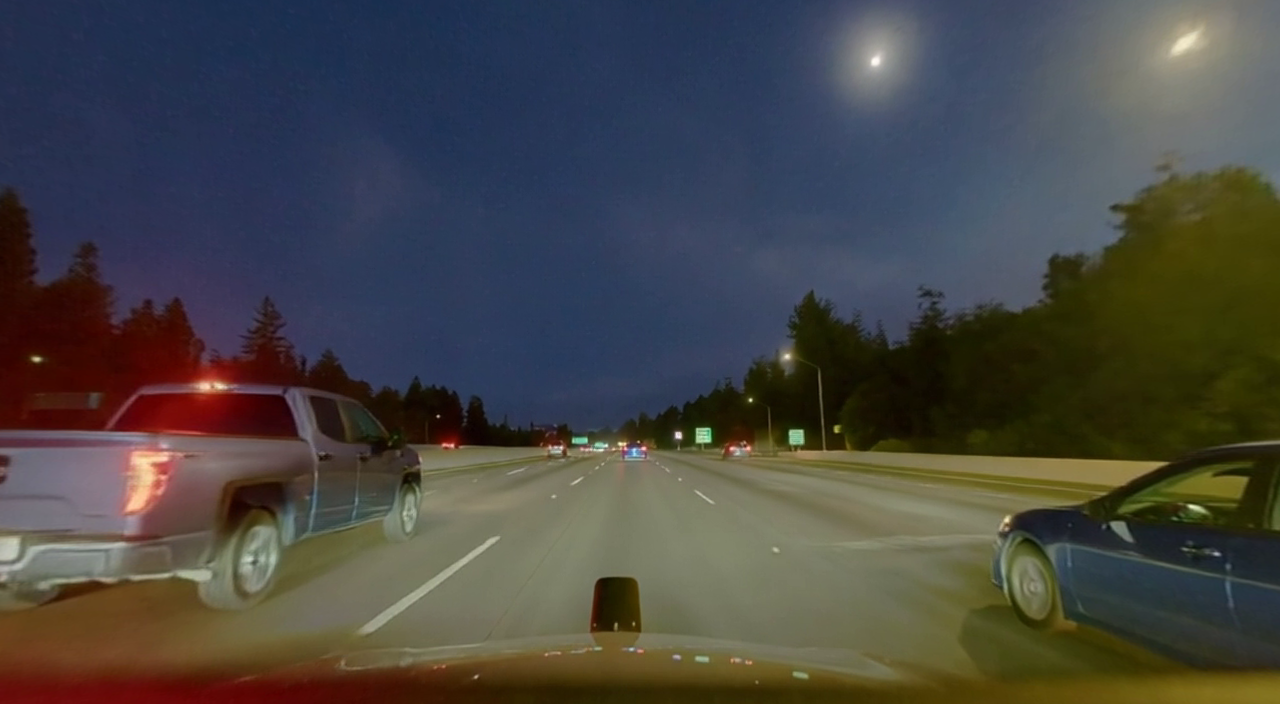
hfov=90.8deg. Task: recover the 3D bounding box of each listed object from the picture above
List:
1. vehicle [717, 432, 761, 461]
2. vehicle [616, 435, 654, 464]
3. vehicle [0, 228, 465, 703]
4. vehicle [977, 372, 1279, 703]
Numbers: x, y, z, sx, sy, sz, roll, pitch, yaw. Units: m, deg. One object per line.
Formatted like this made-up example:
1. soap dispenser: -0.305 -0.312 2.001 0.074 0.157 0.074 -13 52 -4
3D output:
1. vehicle: 6.848 6.598 44.249 2.103 1.898 5.310 0 -8 -1
2. vehicle: -0.317 5.853 38.088 2.157 1.642 4.189 0 -8 -1
3. vehicle: -3.715 0.954 5.650 2.592 2.179 6.034 0 -8 -1
4. vehicle: 3.082 0.731 1.365 2.072 1.501 4.694 0 -8 -1
